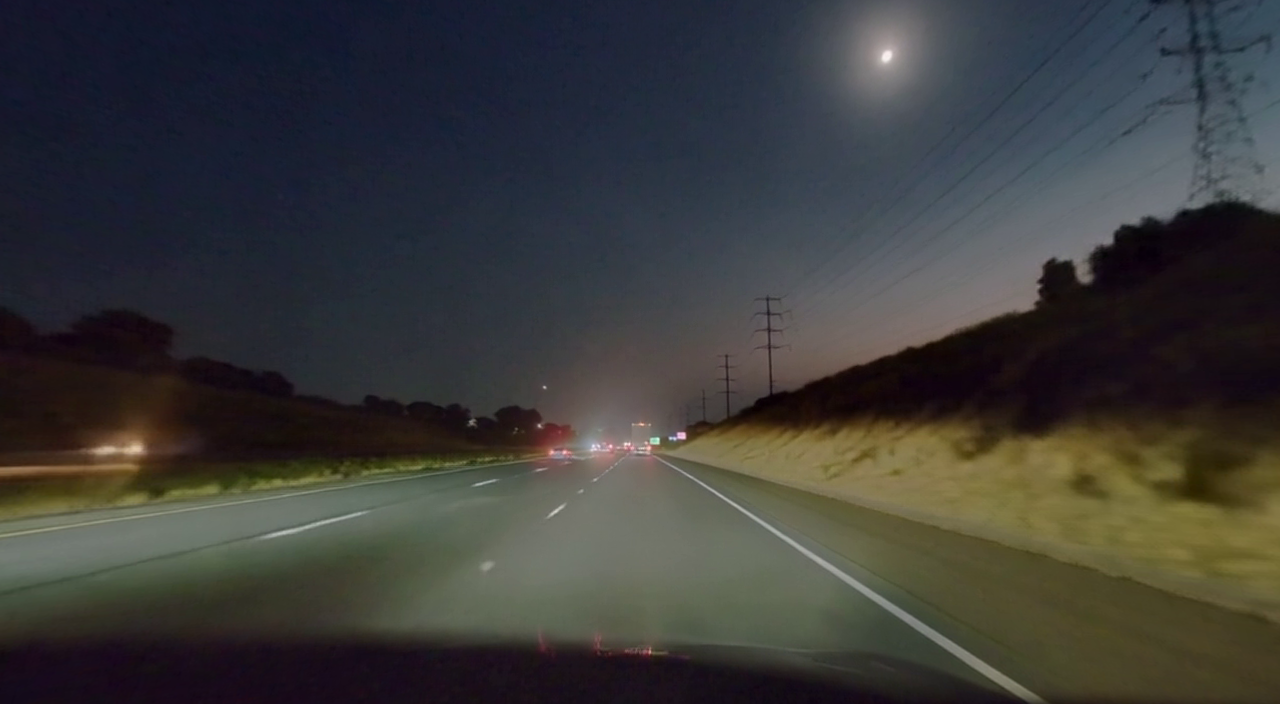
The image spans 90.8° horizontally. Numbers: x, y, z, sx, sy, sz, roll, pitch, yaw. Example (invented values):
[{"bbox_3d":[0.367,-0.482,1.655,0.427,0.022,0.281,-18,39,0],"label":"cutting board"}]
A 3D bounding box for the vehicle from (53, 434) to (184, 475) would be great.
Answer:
[{"bbox_3d":[-22.891,4.515,27.977,1.946,1.647,4.495,0,-9,1],"label":"vehicle"}]
